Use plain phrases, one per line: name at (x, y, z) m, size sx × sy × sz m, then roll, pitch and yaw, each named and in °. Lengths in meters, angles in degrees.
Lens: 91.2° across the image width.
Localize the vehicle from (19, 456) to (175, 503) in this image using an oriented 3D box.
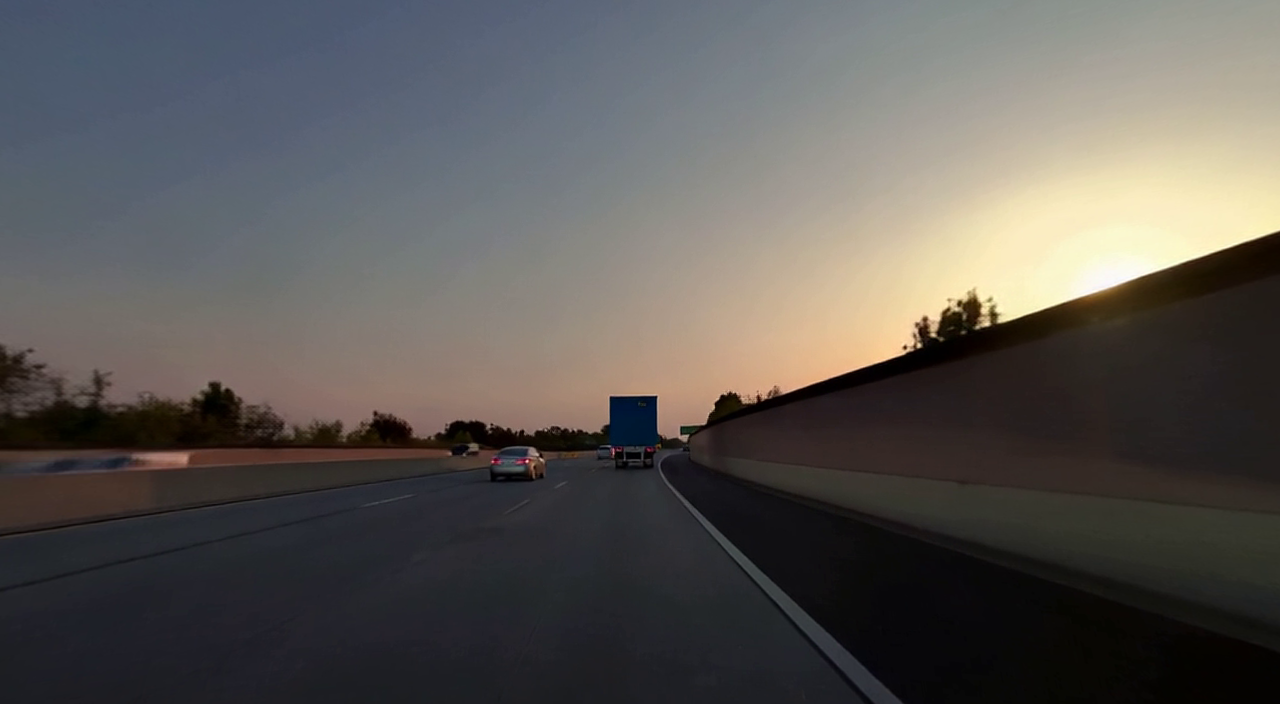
vehicle at (-21.519, 5.028, 25.163) m, size 1.933 × 1.646 × 4.718 m, roll -1°, pitch -9°, yaw 1°

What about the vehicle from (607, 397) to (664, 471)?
vehicle at (-0.224, 5.363, 40.017) m, size 3.123 × 4.094 × 10.812 m, roll 0°, pitch -9°, yaw 0°

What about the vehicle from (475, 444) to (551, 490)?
vehicle at (-4.474, 4.099, 22.614) m, size 1.895 × 1.500 × 3.808 m, roll 0°, pitch -9°, yaw 1°
